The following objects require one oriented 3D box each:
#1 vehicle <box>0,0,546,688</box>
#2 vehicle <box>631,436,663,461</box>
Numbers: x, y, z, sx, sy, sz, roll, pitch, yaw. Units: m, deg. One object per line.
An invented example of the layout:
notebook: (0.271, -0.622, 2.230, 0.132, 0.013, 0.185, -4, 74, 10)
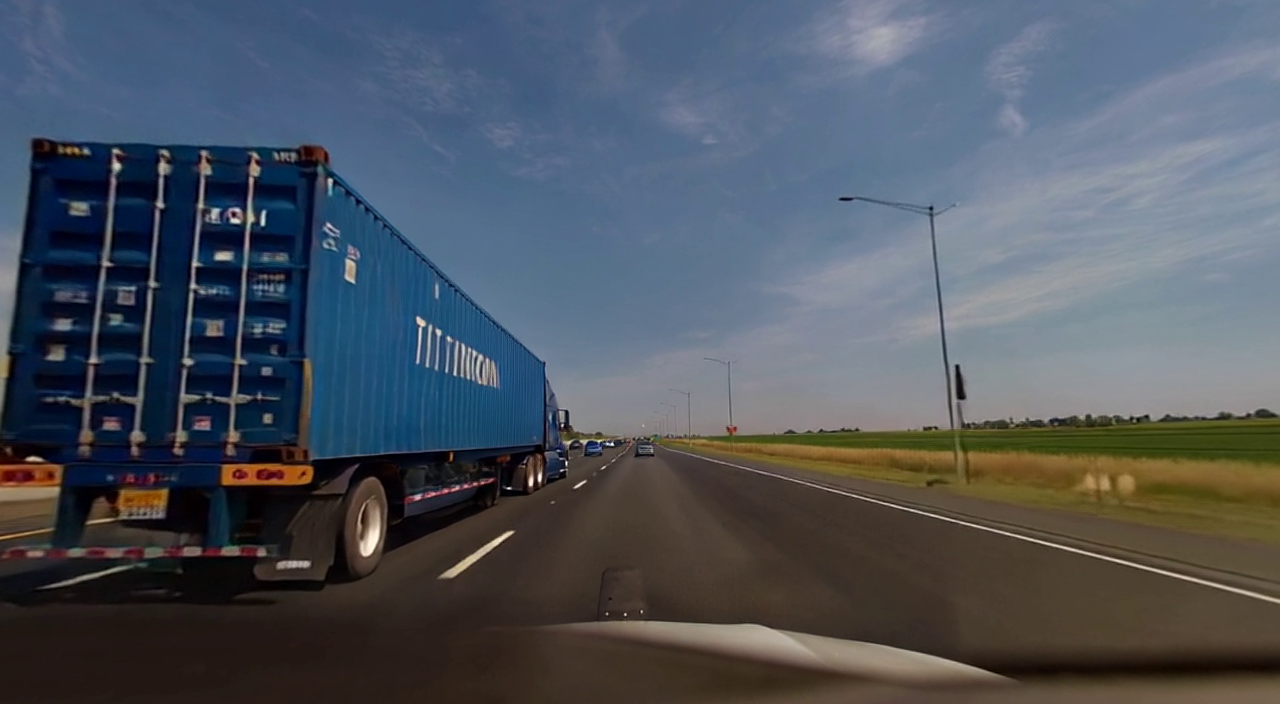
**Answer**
vehicle: (-3.997, 0.720, 10.192, 2.840, 4.032, 13.388, 0, -8, 0)
vehicle: (0.450, 6.813, 44.603, 2.136, 1.718, 4.157, 0, -8, 0)
